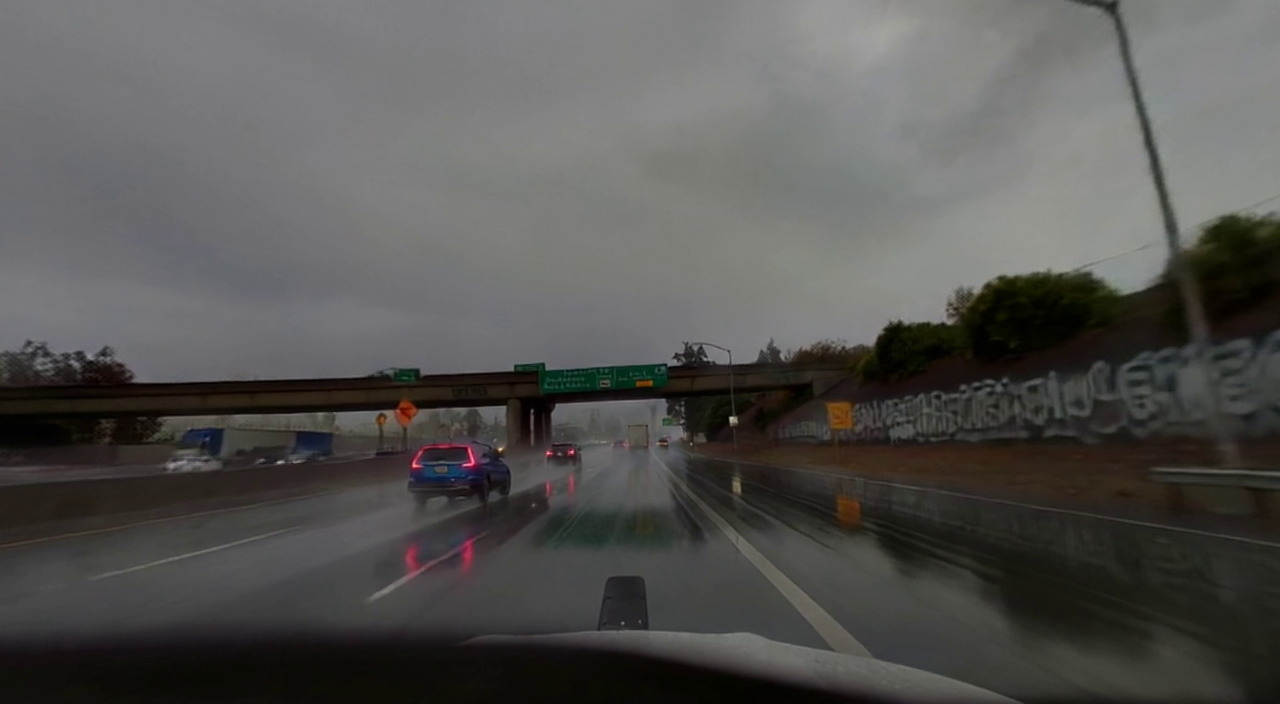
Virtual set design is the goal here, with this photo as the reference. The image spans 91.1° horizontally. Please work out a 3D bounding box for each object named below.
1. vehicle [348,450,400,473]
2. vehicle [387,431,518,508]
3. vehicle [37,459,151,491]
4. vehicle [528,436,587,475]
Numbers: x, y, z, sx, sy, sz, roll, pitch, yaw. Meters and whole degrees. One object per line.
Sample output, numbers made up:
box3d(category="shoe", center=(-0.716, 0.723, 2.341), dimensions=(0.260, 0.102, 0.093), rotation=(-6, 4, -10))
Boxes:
box3d(category="vehicle", center=(-20.150, 8.316, 47.788), dimensions=(1.856, 1.560, 5.001), rotation=(-1, -8, -1))
box3d(category="vehicle", center=(-4.403, 2.810, 15.464), dimensions=(1.969, 1.633, 3.962), rotation=(0, -8, 0))
box3d(category="vehicle", center=(-35.280, 7.934, 40.892), dimensions=(2.190, 1.725, 5.844), rotation=(0, -8, 0))
box3d(category="vehicle", center=(-3.822, 4.883, 29.859), dimensions=(2.154, 1.693, 4.394), rotation=(0, -8, 1))
